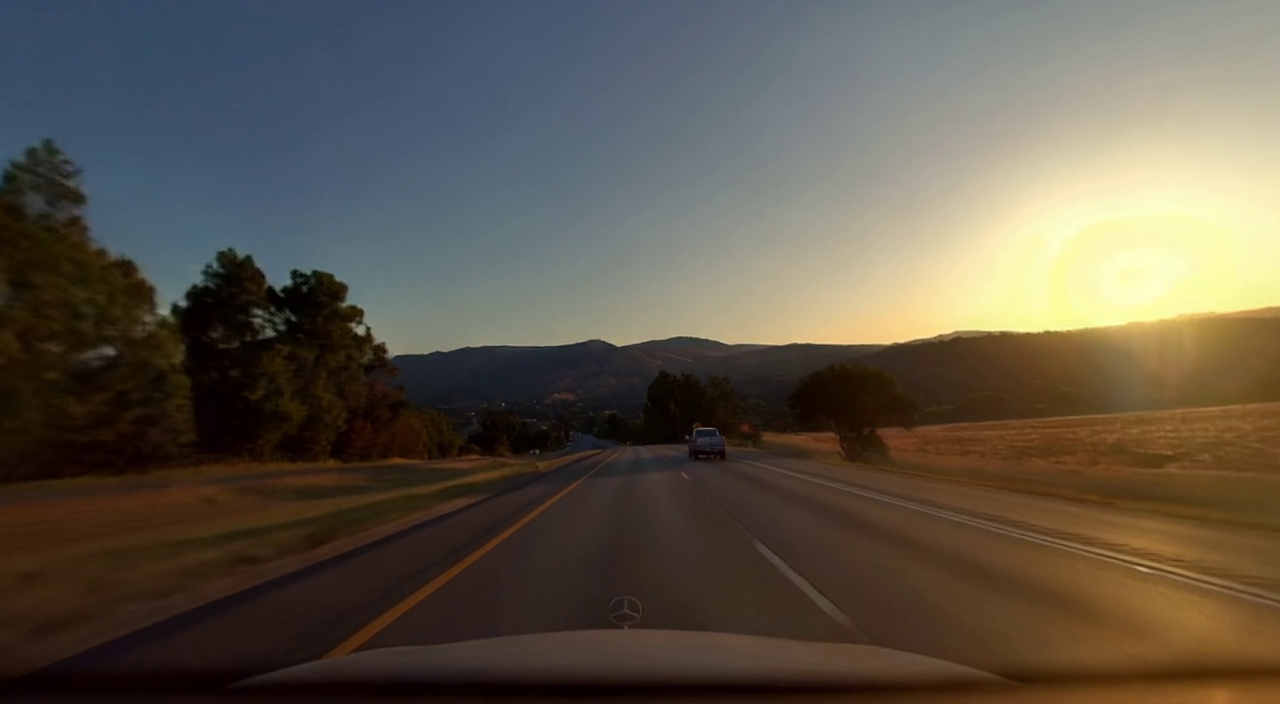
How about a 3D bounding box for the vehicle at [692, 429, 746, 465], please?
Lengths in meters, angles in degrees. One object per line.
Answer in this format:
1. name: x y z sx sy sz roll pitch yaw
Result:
1. vehicle: 3.787 4.622 30.850 2.157 1.640 4.056 0 -8 1
